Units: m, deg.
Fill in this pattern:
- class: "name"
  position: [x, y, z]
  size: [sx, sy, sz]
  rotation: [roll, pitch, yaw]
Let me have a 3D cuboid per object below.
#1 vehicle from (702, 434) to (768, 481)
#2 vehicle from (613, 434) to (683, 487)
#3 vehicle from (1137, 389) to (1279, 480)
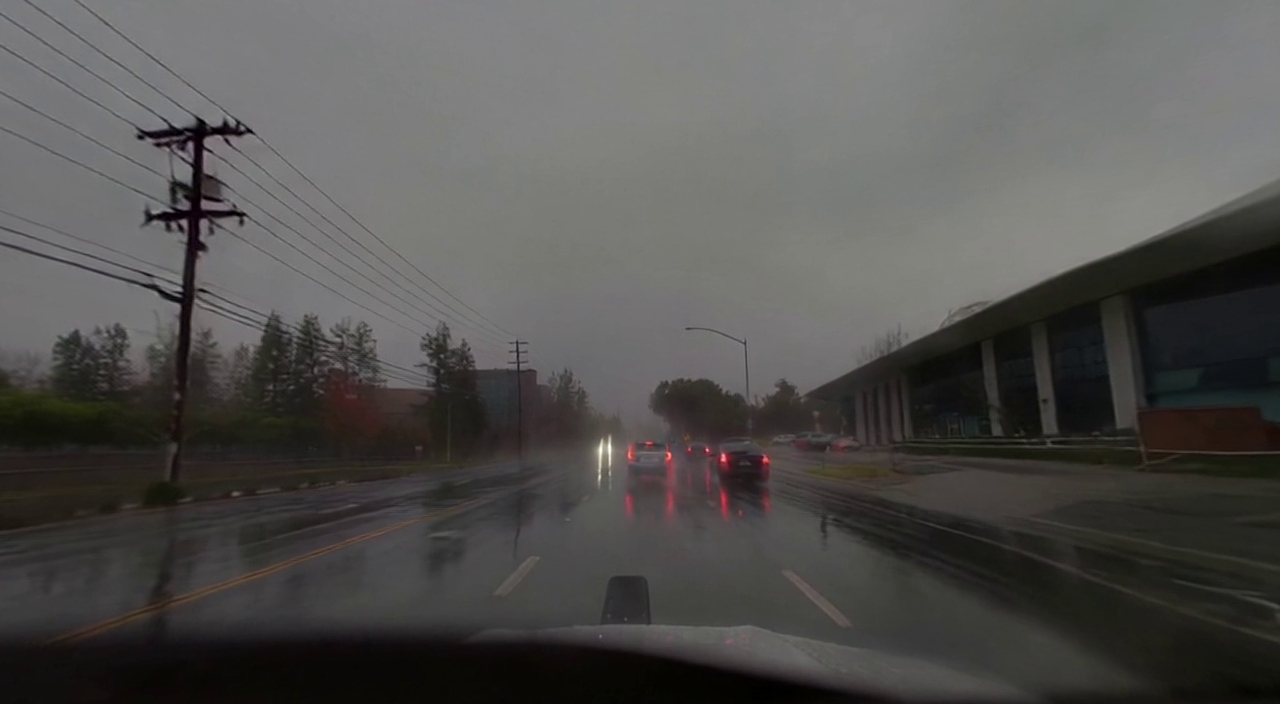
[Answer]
- class: "vehicle"
  position: [3.618, 4.109, 24.799]
  size: [1.914, 1.698, 4.049]
  rotation: [0, -8, 0]
- class: "vehicle"
  position: [0.246, 3.727, 21.987]
  size: [2.200, 1.653, 4.127]
  rotation: [0, -8, 0]
- class: "vehicle"
  position: [14.452, 1.926, 14.594]
  size: [2.011, 1.893, 4.645]
  rotation: [0, -8, -1]
